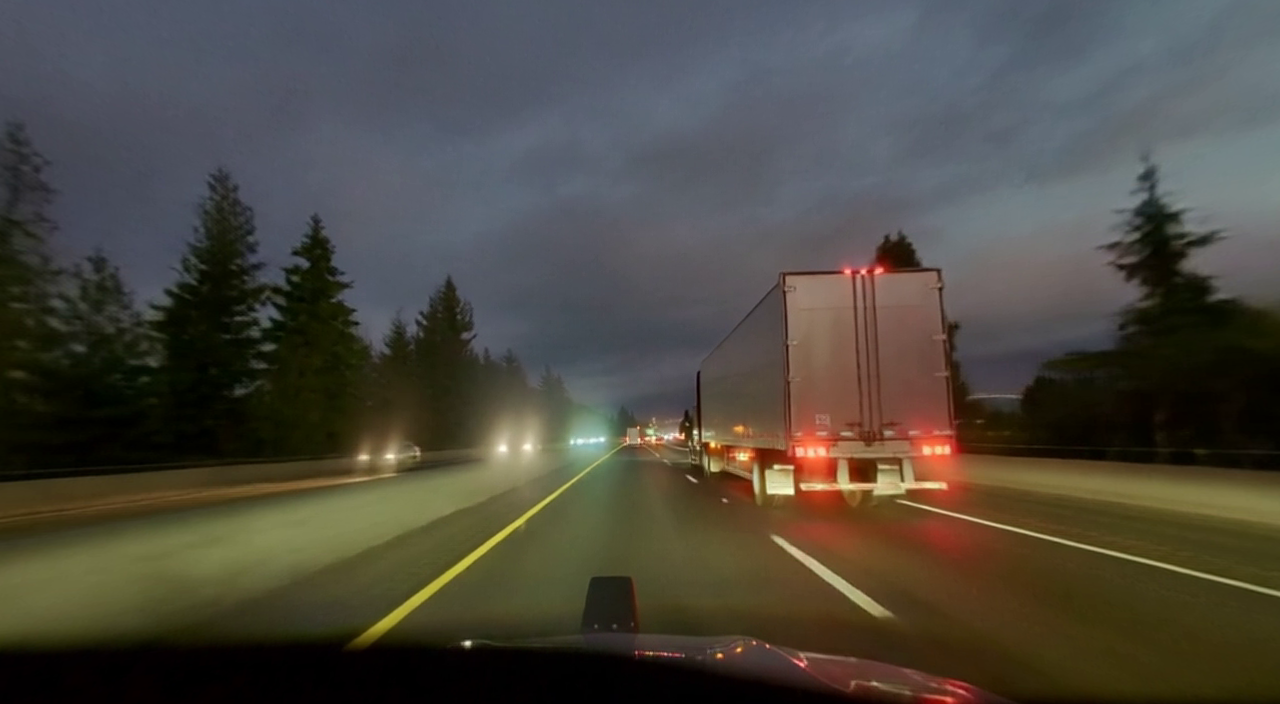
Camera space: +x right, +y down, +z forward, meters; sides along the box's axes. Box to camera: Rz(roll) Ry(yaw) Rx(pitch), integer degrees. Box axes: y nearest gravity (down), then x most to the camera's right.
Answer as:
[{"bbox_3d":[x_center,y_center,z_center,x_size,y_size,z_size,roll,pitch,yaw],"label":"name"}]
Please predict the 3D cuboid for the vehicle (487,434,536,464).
[{"bbox_3d":[-8.339,6.307,41.317,2.346,1.838,4.576,1,-7,-2],"label":"vehicle"}]

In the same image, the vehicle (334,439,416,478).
[{"bbox_3d":[-12.327,4.939,29.631,1.934,1.675,4.432,0,-8,-1],"label":"vehicle"}]

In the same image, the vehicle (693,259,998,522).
[{"bbox_3d":[3.638,1.466,16.425,3.038,3.975,13.887,0,-8,-1],"label":"vehicle"}]
